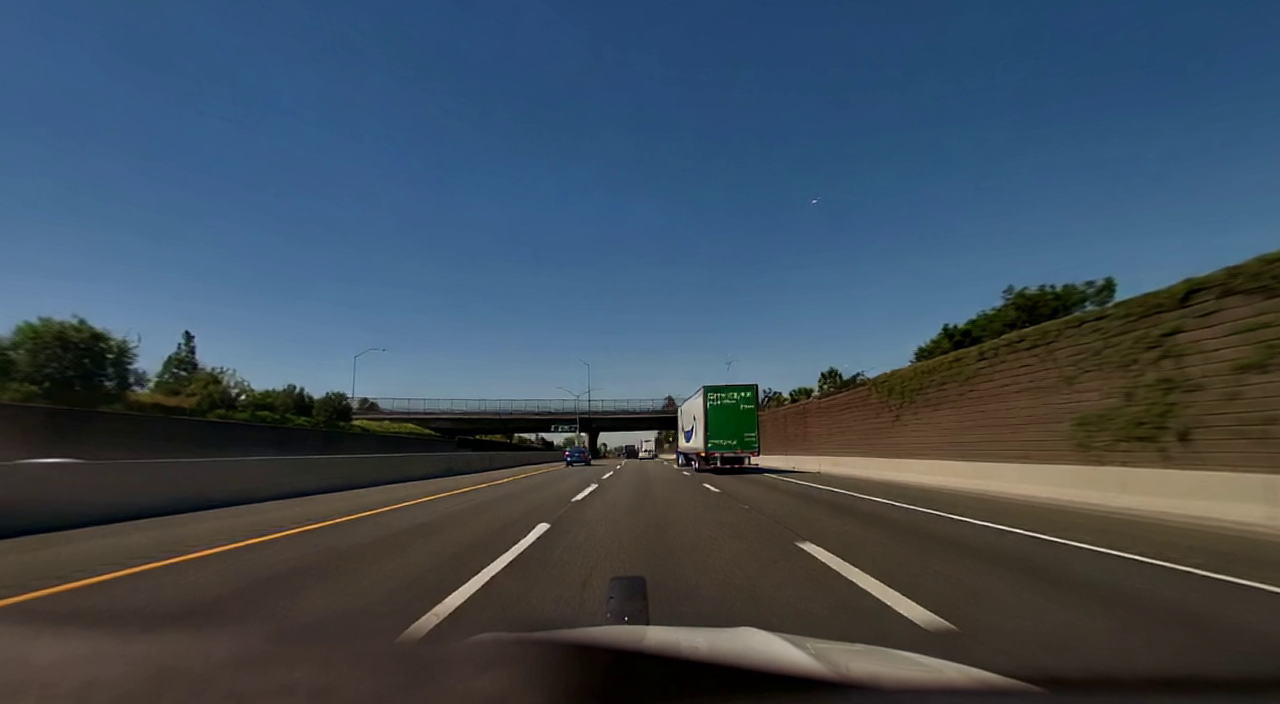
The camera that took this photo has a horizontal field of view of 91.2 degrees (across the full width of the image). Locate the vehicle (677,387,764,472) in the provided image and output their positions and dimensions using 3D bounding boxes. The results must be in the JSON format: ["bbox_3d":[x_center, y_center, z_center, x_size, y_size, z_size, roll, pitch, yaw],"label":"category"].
[{"bbox_3d":[4.362,4.962,38.609,2.928,4.021,17.190,0,-8,-1],"label":"vehicle"}]

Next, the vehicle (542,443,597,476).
[{"bbox_3d":[-3.528,5.497,32.335,2.200,1.562,4.959,0,-9,1],"label":"vehicle"}]
